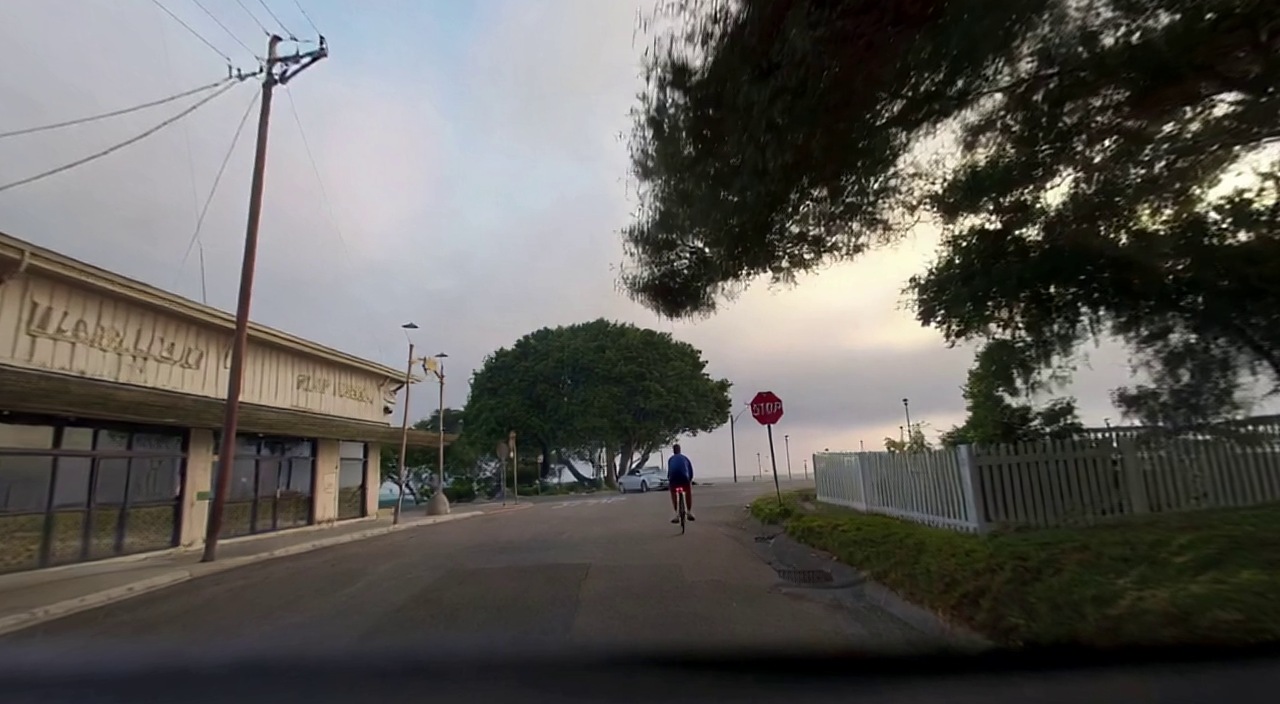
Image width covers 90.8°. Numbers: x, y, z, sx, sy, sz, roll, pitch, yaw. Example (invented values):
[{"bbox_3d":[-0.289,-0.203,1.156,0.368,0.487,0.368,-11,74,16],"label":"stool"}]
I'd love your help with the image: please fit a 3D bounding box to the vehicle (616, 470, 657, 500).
[{"bbox_3d":[-0.143,8.047,38.455,2.112,1.479,5.323,-1,-9,4],"label":"vehicle"}]
